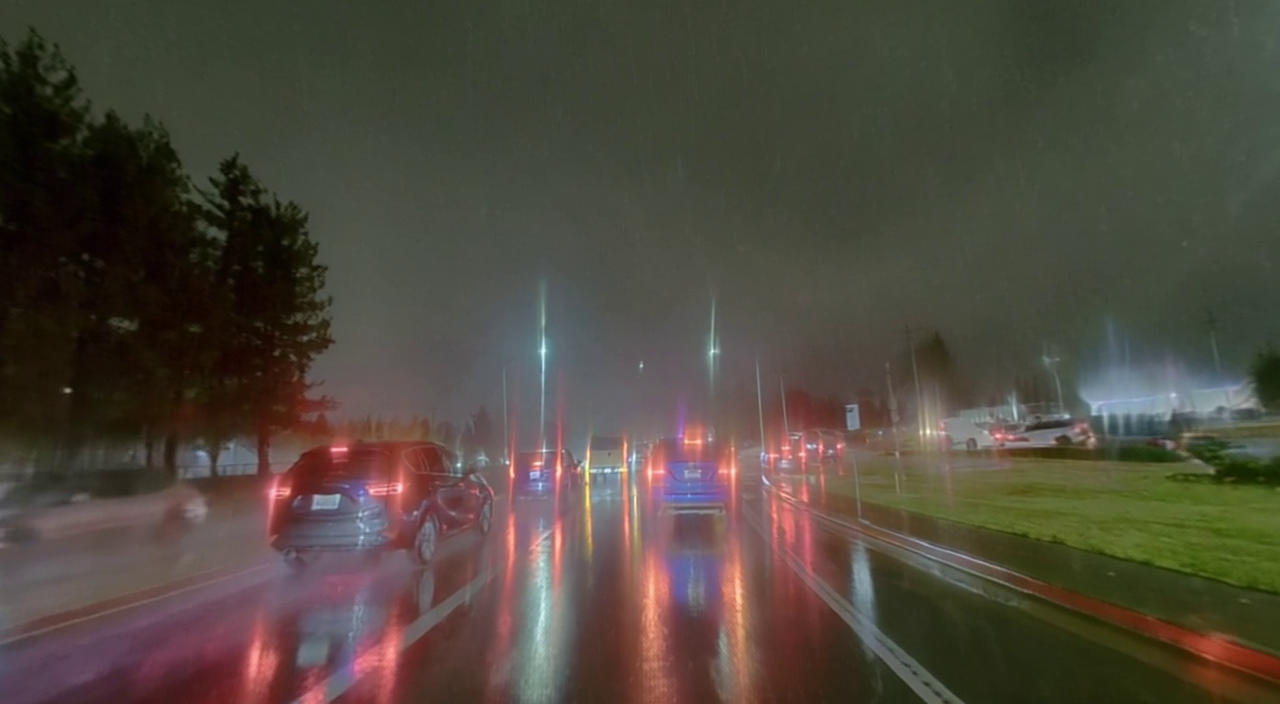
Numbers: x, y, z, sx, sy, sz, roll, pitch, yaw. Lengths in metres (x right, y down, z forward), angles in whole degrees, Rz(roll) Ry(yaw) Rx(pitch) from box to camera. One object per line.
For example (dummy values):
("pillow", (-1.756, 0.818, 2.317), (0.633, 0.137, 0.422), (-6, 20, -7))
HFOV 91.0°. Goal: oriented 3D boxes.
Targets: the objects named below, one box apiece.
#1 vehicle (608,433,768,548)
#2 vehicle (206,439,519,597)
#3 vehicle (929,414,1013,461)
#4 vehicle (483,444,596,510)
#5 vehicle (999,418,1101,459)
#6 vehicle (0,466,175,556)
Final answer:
("vehicle", (0.734, 2.187, 10.630), (2.142, 1.528, 4.133), (0, -9, 3))
("vehicle", (-3.134, 1.936, 8.308), (1.940, 1.502, 4.241), (-1, -9, 4))
("vehicle", (14.895, 3.926, 28.662), (2.288, 1.933, 4.612), (-2, -9, 14))
("vehicle", (-2.464, 3.205, 16.608), (1.870, 1.490, 4.187), (-1, -9, 6))
("vehicle", (18.157, 3.897, 28.137), (1.803, 1.518, 3.893), (-6, -9, 0))
("vehicle", (-12.347, 3.158, 12.933), (1.911, 1.494, 4.471), (-1, -9, 4))
